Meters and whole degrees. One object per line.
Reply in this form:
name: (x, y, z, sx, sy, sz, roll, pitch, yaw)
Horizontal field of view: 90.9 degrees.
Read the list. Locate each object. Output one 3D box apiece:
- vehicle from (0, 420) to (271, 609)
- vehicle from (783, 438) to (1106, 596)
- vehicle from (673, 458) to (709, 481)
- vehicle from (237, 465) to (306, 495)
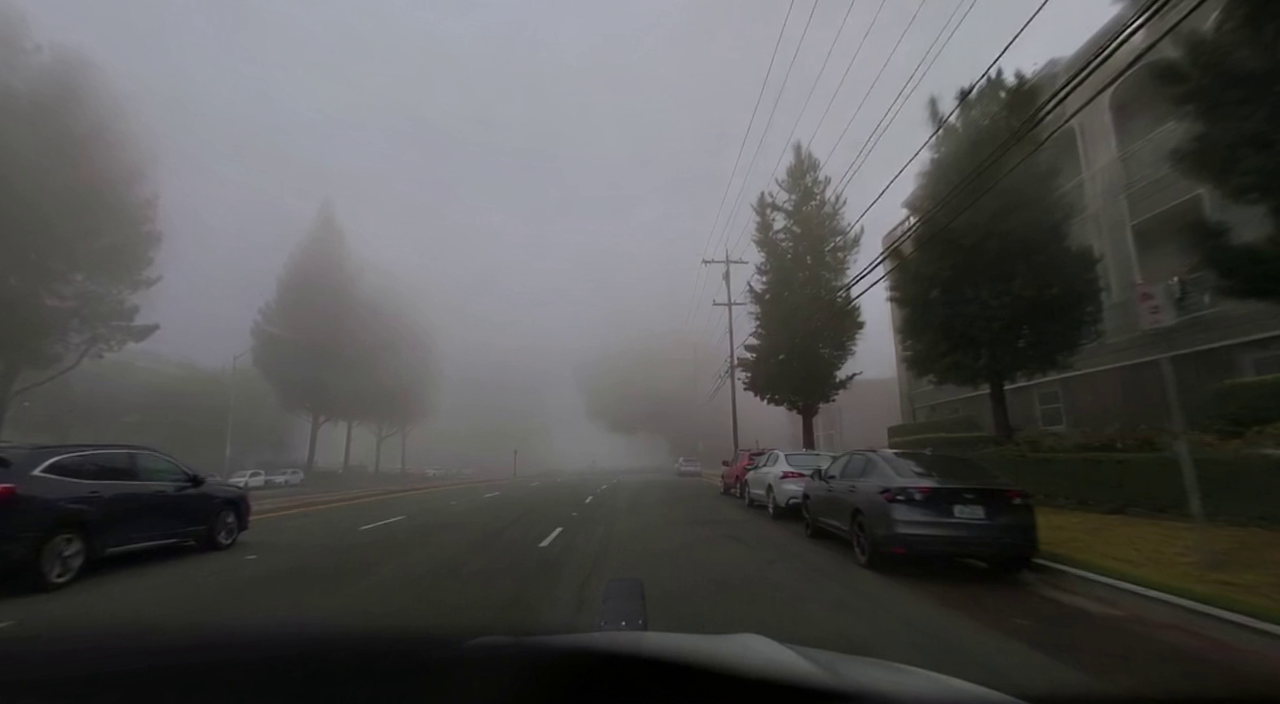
vehicle: (-6.708, 1.719, 7.408, 2.000, 1.671, 4.497, 0, -8, 0)
vehicle: (3.415, 1.912, 8.341, 2.016, 1.477, 4.620, 0, -8, 1)
vehicle: (3.684, 8.614, 46.402, 2.259, 1.500, 4.474, 0, -8, 0)
vehicle: (-25.603, 8.879, 44.051, 1.894, 1.787, 4.711, 0, -8, 1)
